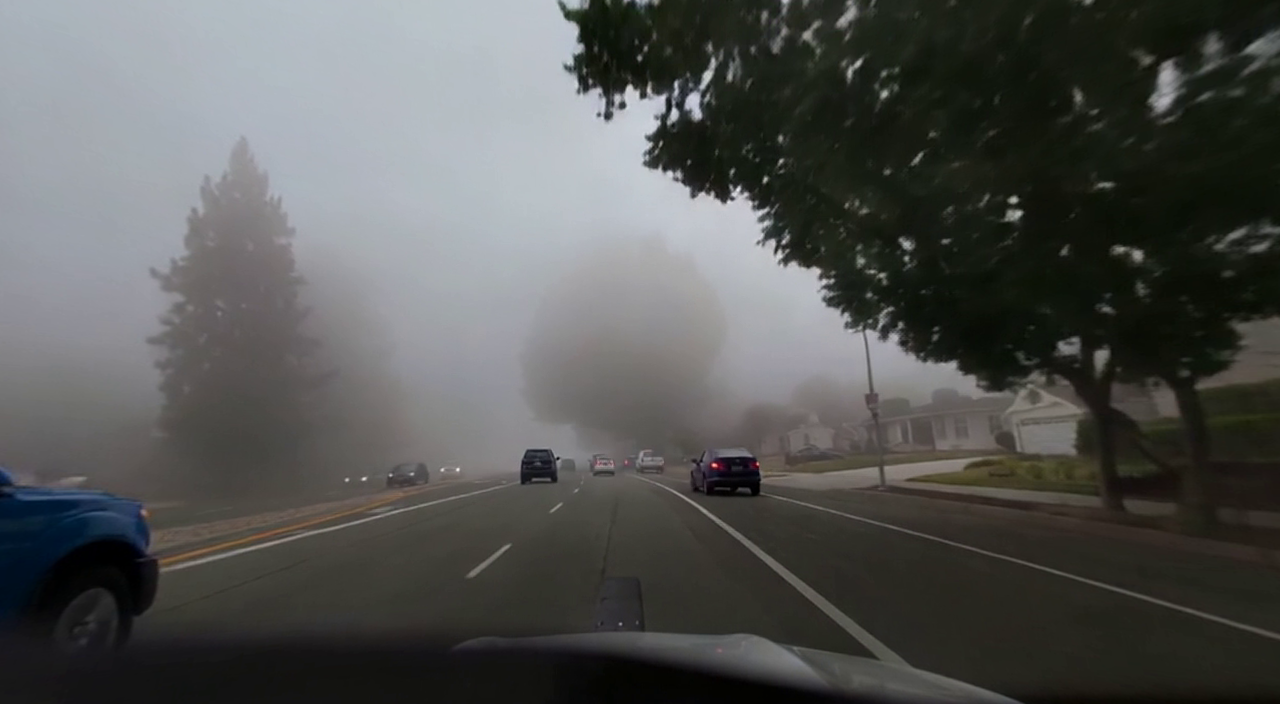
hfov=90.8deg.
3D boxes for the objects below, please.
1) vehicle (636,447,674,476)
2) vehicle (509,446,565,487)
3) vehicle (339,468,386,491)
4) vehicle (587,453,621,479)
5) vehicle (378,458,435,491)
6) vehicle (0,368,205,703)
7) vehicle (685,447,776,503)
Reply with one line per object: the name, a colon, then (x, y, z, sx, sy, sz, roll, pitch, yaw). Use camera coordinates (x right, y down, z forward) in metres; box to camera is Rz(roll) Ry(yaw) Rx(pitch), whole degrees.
vehicle: (0.973, 7.498, 43.396, 2.099, 1.845, 4.363, 1, -9, -6)
vehicle: (-4.880, 5.481, 30.623, 2.218, 1.829, 4.492, 0, -8, -3)
vehicle: (-21.866, 10.050, 49.935, 1.951, 1.480, 4.691, 0, -8, -5)
vehicle: (-2.403, 7.386, 41.214, 2.030, 1.477, 4.330, 1, -8, -5)
vehicle: (-13.565, 7.109, 36.991, 2.017, 1.691, 4.351, 0, -8, -5)
vehicle: (-4.035, 0.765, 1.625, 2.111, 1.745, 5.274, 0, -8, -1)
vehicle: (2.574, 3.619, 19.100, 1.884, 1.463, 4.195, 0, -8, -4)
